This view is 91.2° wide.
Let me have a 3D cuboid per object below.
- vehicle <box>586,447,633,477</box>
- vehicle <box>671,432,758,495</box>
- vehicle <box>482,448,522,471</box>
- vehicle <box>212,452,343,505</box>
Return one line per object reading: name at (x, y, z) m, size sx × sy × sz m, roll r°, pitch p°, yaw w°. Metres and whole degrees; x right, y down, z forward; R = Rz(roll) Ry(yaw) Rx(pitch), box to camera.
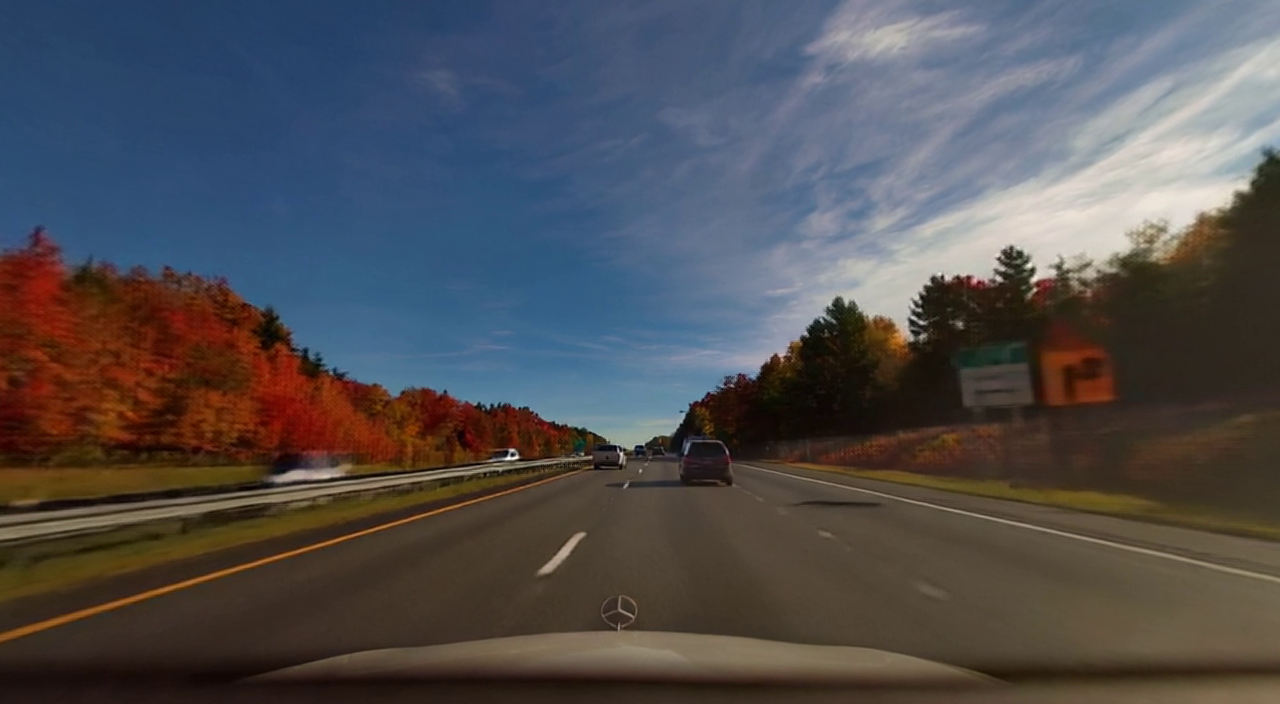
vehicle at (-1.465, 5.571, 31.877) m, size 2.037 × 1.418 × 3.793 m, roll -1°, pitch -9°, yaw 2°
vehicle at (2.156, 3.426, 19.546) m, size 2.250 × 1.718 × 4.358 m, roll 0°, pitch -9°, yaw 1°
vehicle at (-10.497, 8.163, 47.936) m, size 1.996 × 1.663 × 4.278 m, roll -1°, pitch -9°, yaw 2°
vehicle at (-12.010, 4.175, 21.149) m, size 1.877 × 1.554 × 4.051 m, roll -1°, pitch -9°, yaw 2°
